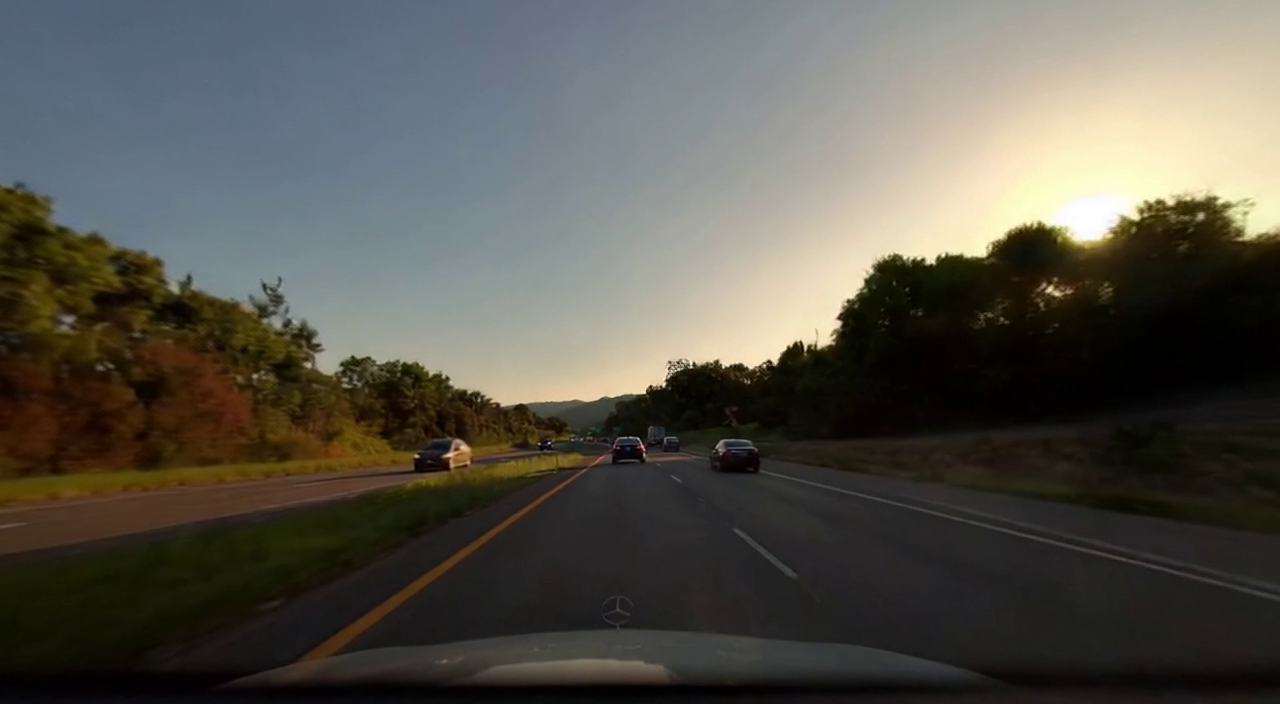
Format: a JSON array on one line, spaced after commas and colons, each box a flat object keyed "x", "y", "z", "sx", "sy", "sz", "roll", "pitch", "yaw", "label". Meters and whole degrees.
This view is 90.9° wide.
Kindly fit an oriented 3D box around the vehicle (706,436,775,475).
[{"x": 4.163, "y": 4.330, "z": 26.830, "sx": 2.066, "sy": 1.526, "sz": 4.216, "roll": 0, "pitch": -8, "yaw": -3, "label": "vehicle"}]

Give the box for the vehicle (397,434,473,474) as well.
[{"x": -9.882, "y": 4.923, "z": 30.810, "sx": 2.178, "sy": 1.789, "sz": 4.689, "roll": 0, "pitch": -8, "yaw": -1, "label": "vehicle"}]

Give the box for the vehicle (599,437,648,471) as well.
[{"x": -0.766, "y": 4.732, "z": 29.604, "sx": 2.143, "sy": 1.466, "sz": 3.693, "roll": 0, "pitch": -7, "yaw": -1, "label": "vehicle"}]
